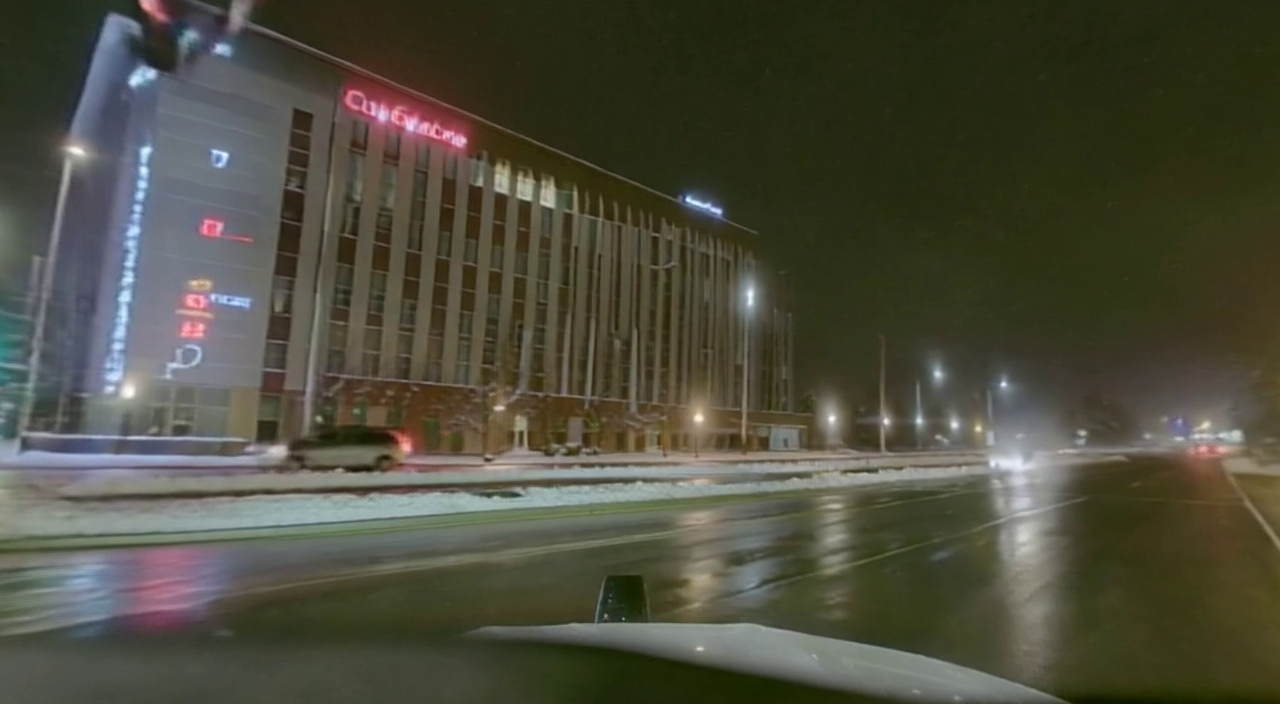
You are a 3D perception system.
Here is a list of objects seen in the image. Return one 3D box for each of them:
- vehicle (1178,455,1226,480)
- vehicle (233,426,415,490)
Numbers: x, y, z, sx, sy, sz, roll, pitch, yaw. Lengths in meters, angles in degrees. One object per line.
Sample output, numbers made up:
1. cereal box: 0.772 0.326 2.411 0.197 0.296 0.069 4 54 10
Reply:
1. vehicle: 36.679 7.486 40.930 2.055 1.503 4.632 -8 -12 42
2. vehicle: -10.015 3.370 20.199 2.030 1.775 4.713 -8 -12 42
